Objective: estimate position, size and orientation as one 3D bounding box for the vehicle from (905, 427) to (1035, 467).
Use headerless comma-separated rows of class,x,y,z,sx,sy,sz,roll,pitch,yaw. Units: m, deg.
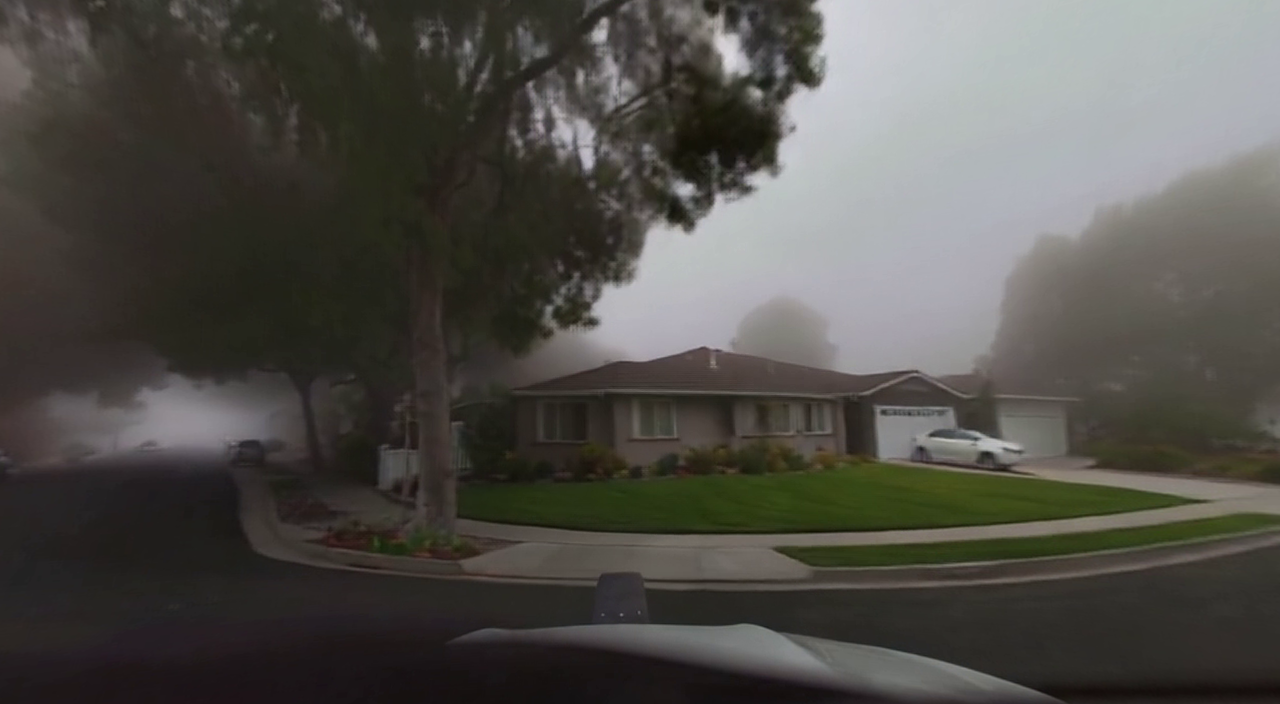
vehicle,13.607,3.955,26.329,1.844,1.495,4.404,5,-10,-30
